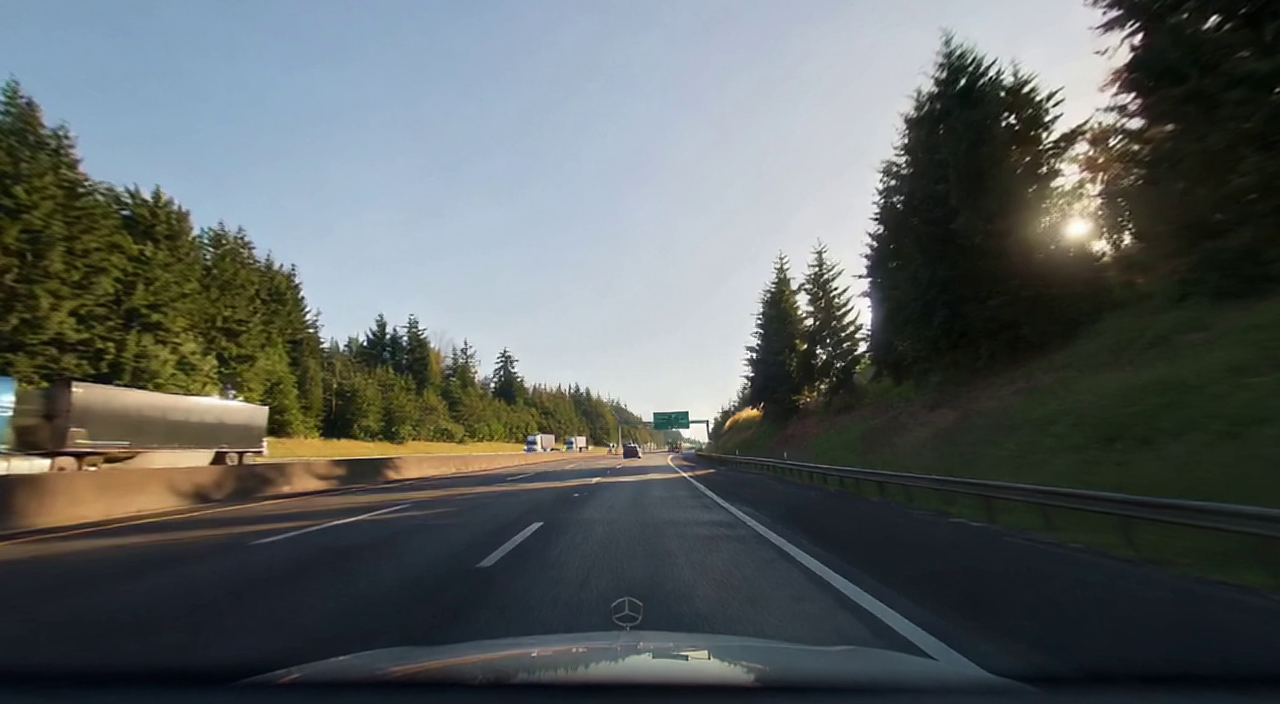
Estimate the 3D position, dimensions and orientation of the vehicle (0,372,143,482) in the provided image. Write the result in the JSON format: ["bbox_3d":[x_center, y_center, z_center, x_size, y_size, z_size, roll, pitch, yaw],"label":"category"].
[{"bbox_3d":[-22.684,2.575,21.448,2.969,3.632,10.133,0,-9,1],"label":"vehicle"}]

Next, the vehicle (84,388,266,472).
[{"bbox_3d":[-22.542,3.973,31.322,2.833,3.669,7.802,0,-9,1],"label":"vehicle"}]
